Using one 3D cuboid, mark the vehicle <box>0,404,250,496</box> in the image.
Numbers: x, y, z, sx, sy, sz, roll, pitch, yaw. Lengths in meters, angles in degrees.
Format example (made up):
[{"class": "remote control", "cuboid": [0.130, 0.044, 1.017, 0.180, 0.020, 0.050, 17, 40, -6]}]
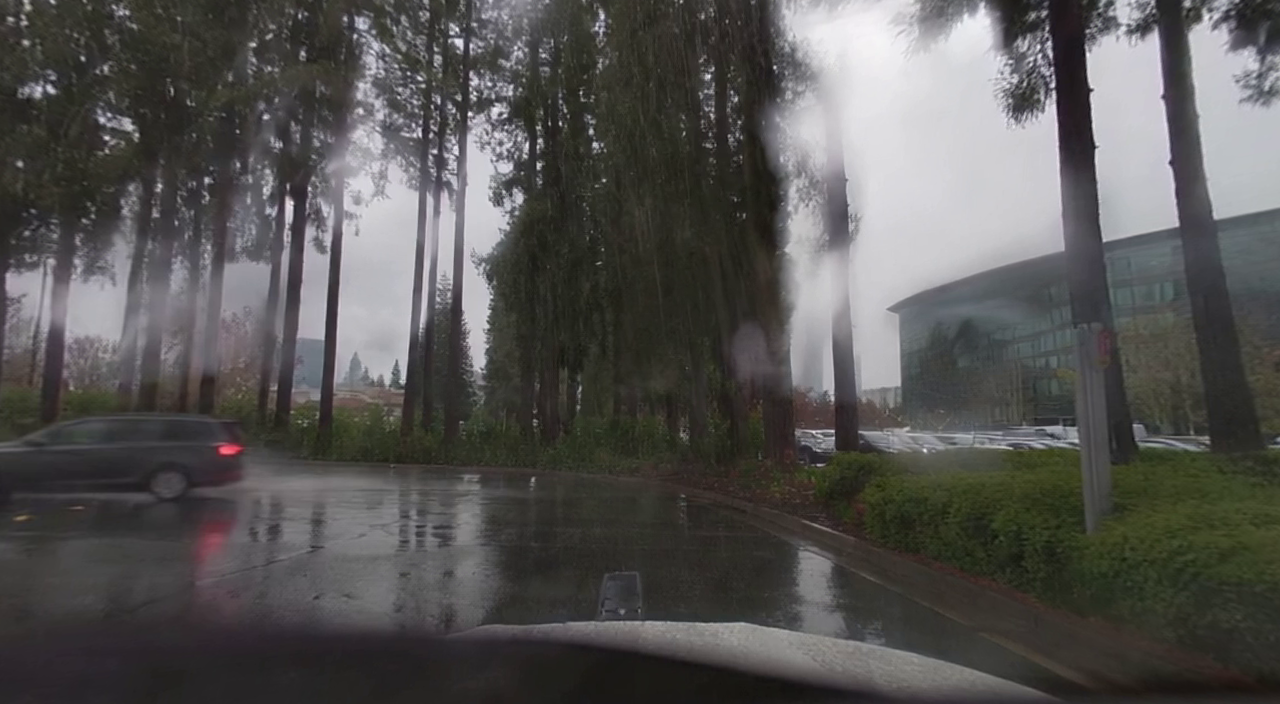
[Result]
[{"class": "vehicle", "cuboid": [-10.147, 1.783, 11.539, 4.655, 1.505, 1.953, 2, -9, -11]}]
